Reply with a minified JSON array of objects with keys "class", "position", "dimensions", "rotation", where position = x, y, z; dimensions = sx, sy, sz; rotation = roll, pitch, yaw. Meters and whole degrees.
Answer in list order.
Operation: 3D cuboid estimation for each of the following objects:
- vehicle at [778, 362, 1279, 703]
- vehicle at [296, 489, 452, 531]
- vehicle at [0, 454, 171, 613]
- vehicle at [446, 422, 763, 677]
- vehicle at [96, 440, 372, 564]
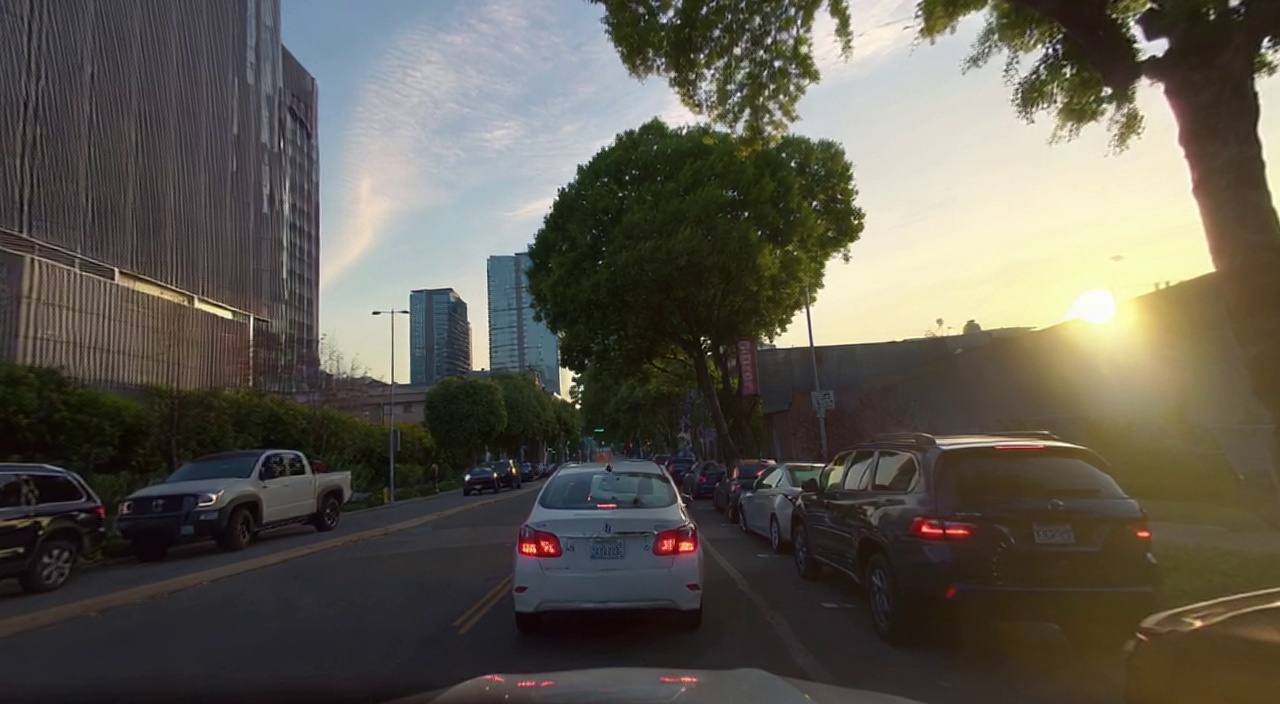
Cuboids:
[{"class":"vehicle","position":[2.710,1.421,5.696],"dimensions":[1.868,1.920,4.501],"rotation":[1,-10,0]},{"class":"vehicle","position":[-6.969,4.236,17.163],"dimensions":[2.223,0.774,4.789],"rotation":[1,-10,0]},{"class":"vehicle","position":[-6.983,1.693,5.875],"dimensions":[1.900,1.471,4.202],"rotation":[1,-10,0]},{"class":"vehicle","position":[-0.199,1.599,5.927],"dimensions":[2.018,1.583,3.646],"rotation":[1,-10,1]},{"class":"vehicle","position":[-6.835,2.593,11.380],"dimensions":[1.994,1.701,4.520],"rotation":[-2,-11,-1]}]
